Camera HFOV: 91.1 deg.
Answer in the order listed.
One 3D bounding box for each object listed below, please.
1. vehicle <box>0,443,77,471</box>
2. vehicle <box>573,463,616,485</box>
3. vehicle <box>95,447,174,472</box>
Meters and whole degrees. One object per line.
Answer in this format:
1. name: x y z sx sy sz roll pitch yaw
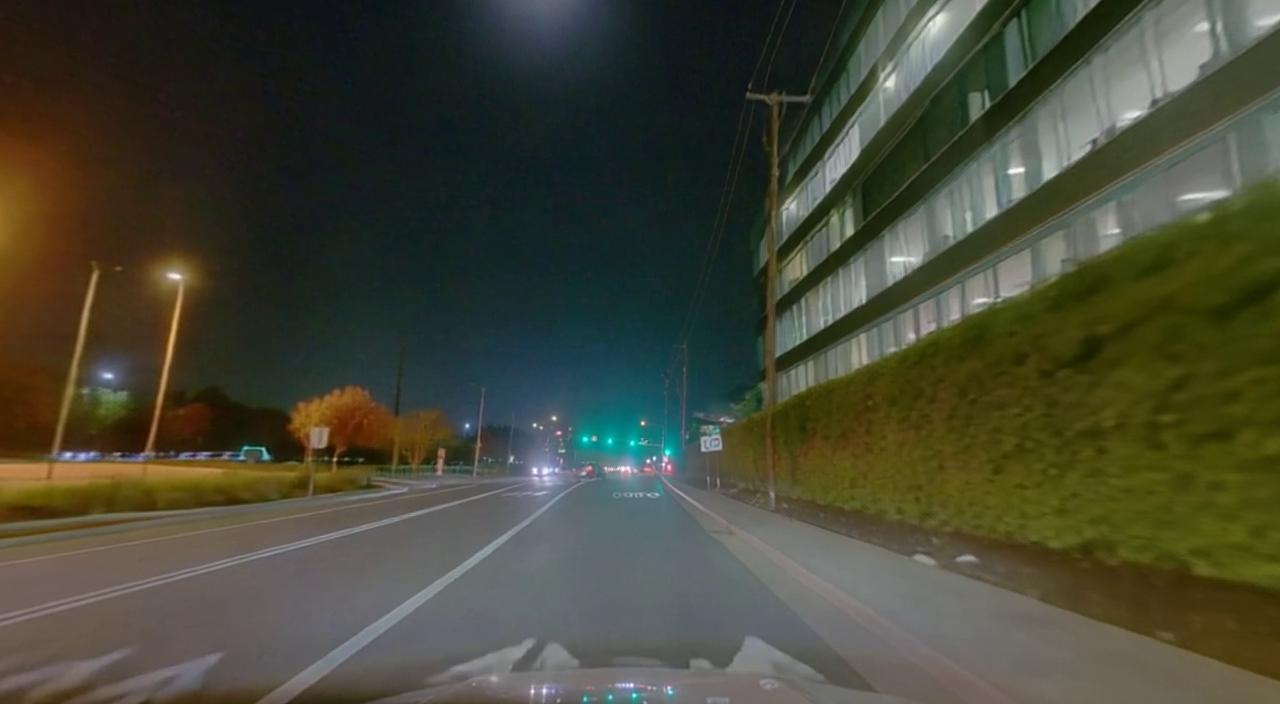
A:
1. vehicle: -32.815 5.687 33.854 3.977 1.439 1.775 -3 -11 20
2. vehicle: -3.483 9.523 49.097 2.067 1.629 3.858 -3 -11 18
3. vehicle: -31.007 6.581 38.521 3.795 1.474 1.828 -3 -11 18
